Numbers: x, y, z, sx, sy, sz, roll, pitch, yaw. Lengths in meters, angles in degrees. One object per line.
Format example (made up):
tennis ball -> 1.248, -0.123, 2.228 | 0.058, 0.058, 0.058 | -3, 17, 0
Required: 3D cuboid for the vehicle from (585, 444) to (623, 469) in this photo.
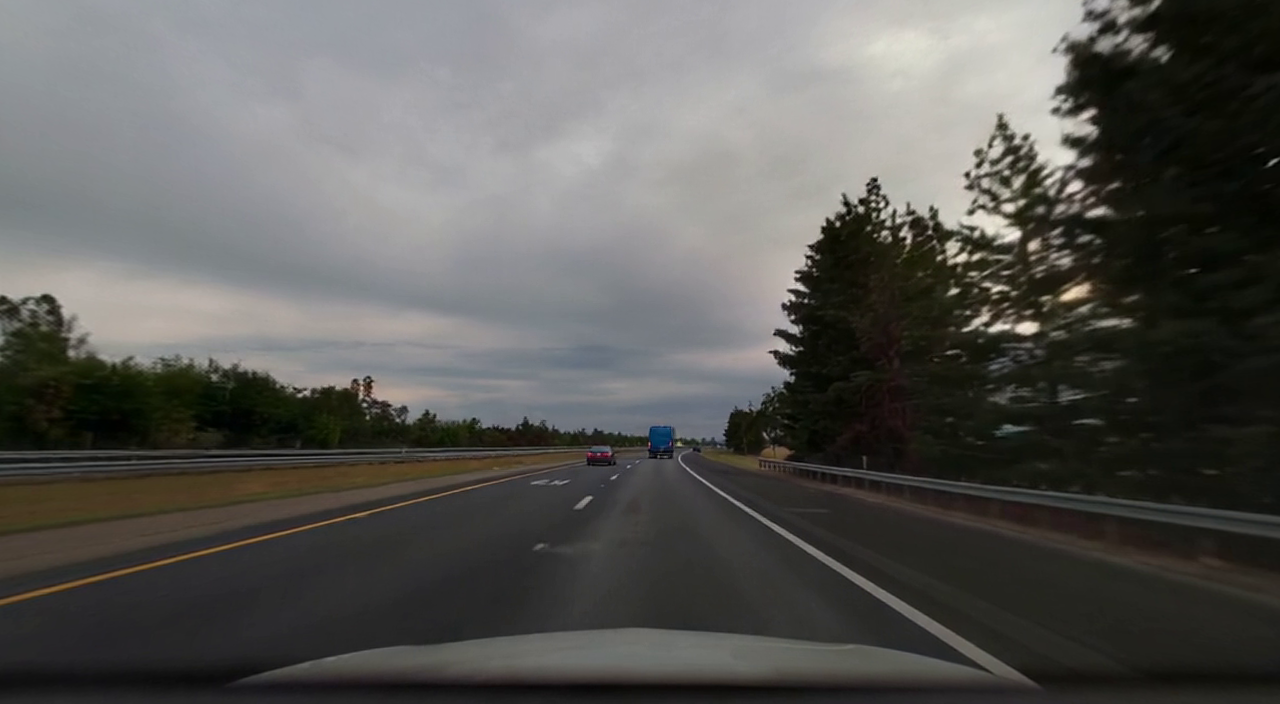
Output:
vehicle -> -2.315, 6.842, 41.377 | 2.199, 1.555, 4.451 | 0, -9, 1
